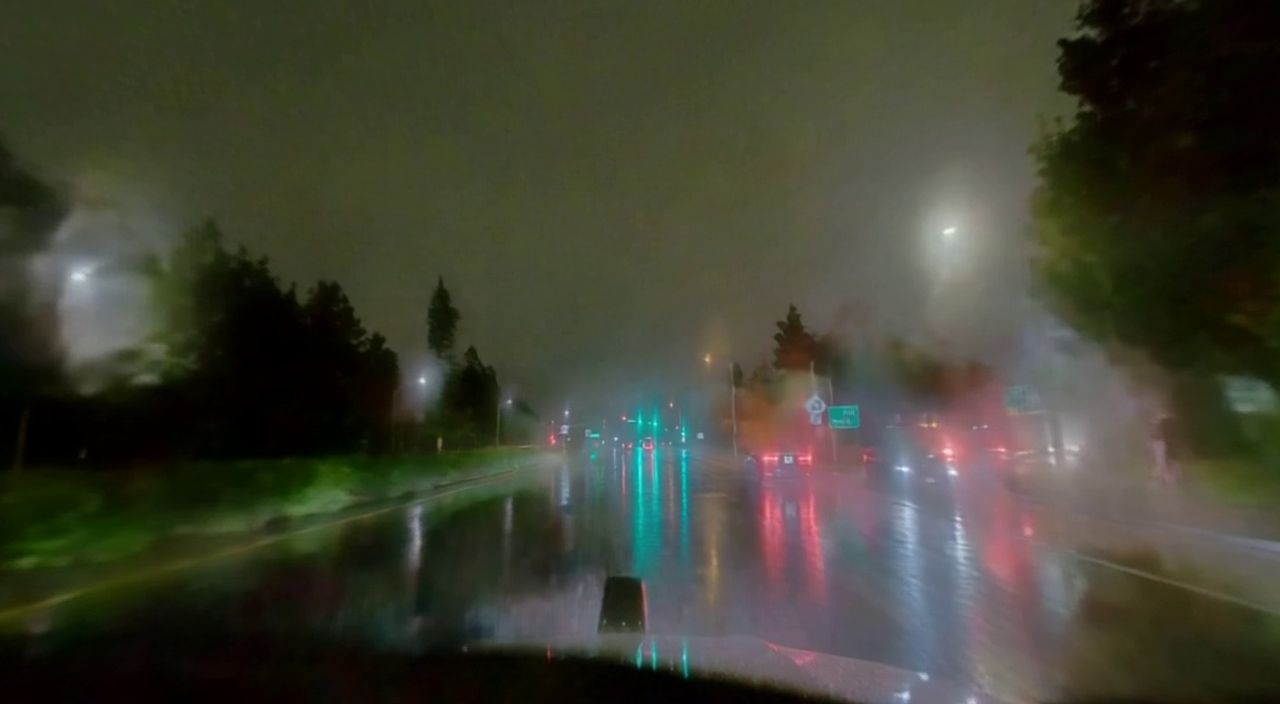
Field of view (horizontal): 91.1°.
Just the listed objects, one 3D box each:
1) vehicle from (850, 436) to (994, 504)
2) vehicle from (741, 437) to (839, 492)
[{"bbox_3d":[7.718,3.254,17.864,2.063,1.625,5.102,-1,-9,5],"label":"vehicle"},{"bbox_3d":[4.502,3.436,19.521,1.913,1.516,4.322,0,-9,-1],"label":"vehicle"}]
